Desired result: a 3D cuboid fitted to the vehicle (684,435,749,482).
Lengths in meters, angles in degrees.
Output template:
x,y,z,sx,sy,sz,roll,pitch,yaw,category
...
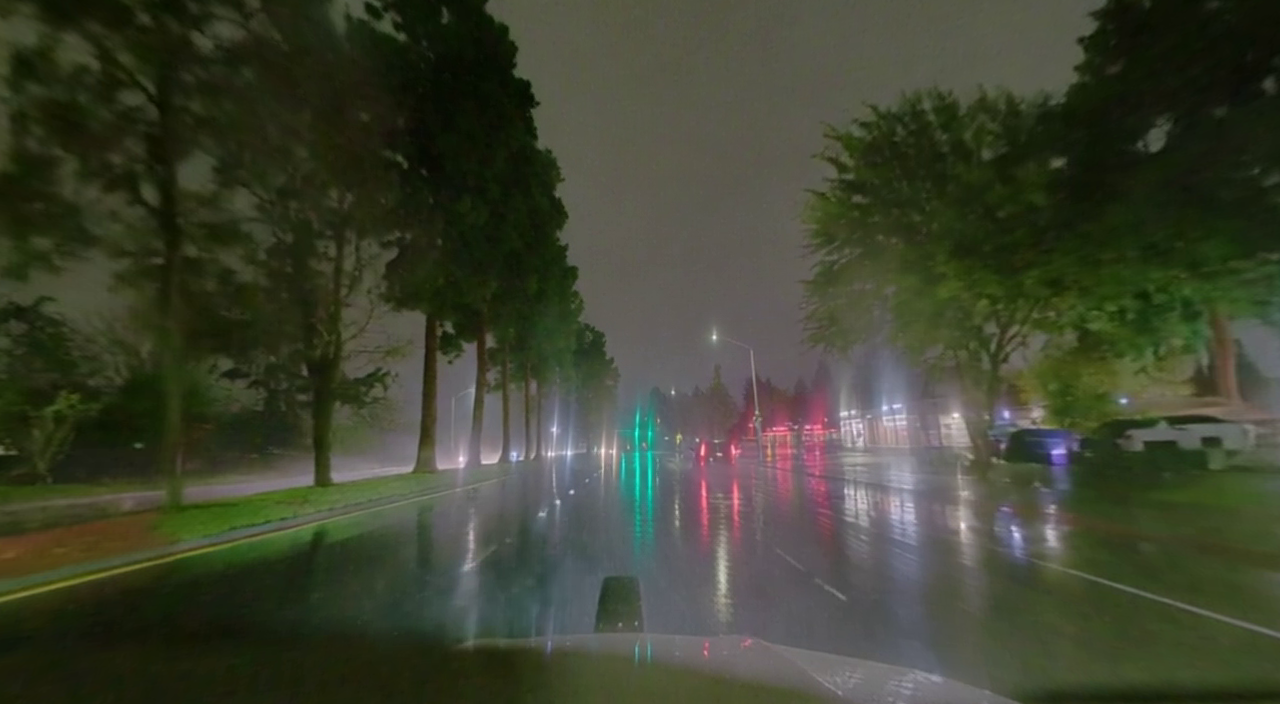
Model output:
x,y,z,sx,sy,sz,roll,pitch,yaw,category
3.042,4.340,26.026,2.083,1.743,4.354,1,-8,-1,vehicle
